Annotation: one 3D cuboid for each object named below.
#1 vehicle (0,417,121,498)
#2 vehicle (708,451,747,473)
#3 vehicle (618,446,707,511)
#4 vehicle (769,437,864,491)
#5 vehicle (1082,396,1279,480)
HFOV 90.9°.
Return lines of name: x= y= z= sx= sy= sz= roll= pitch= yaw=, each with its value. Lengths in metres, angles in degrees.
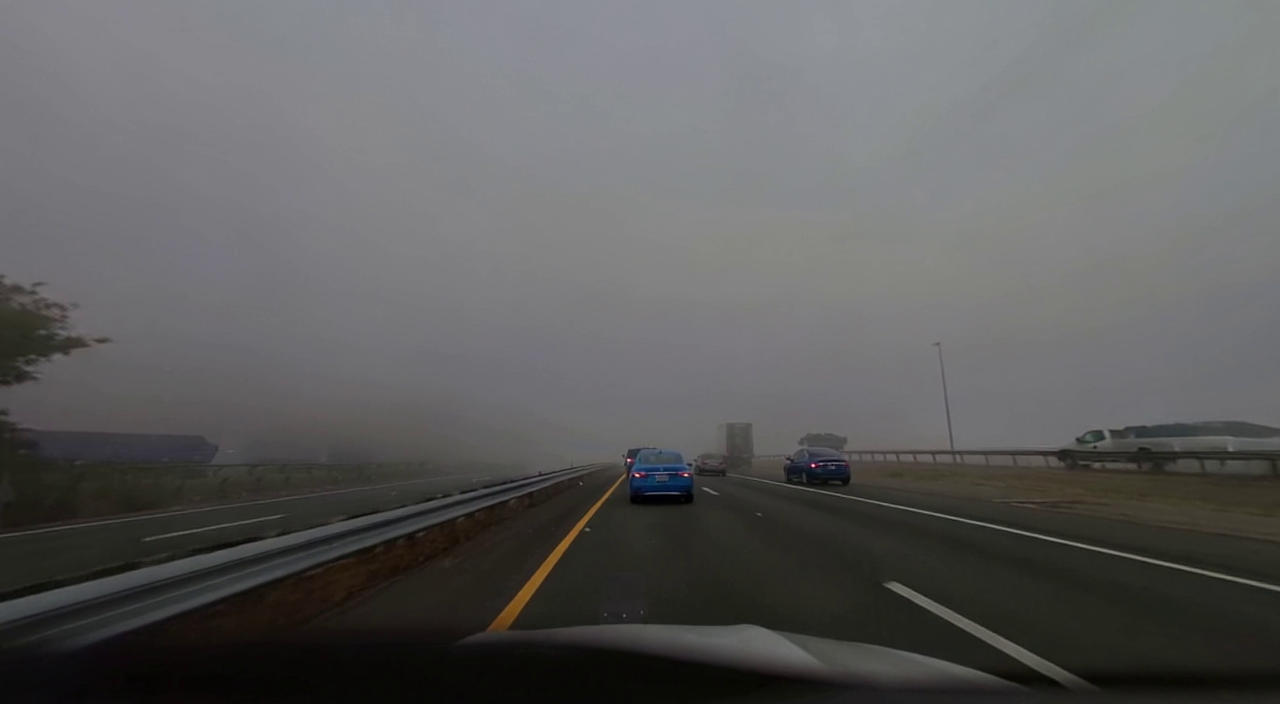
vehicle: x=-33.300 y=5.813 z=34.583 sx=2.902 sy=3.981 sz=7.819 roll=-3 pitch=-8 yaw=0
vehicle: x=6.083 y=7.699 z=44.277 sx=2.015 sy=1.454 sz=4.324 roll=0 pitch=-9 yaw=-2
vehicle: x=0.503 y=3.253 z=16.603 sx=2.076 sy=1.485 sz=3.774 roll=0 pitch=-9 yaw=0
vehicle: x=6.539 y=4.219 z=23.947 sx=2.177 sy=1.827 sz=4.565 roll=0 pitch=-9 yaw=-1
vehicle: x=31.780 y=4.887 z=35.070 sx=2.822 sy=3.996 sz=14.073 roll=1 pitch=-9 yaw=-6
